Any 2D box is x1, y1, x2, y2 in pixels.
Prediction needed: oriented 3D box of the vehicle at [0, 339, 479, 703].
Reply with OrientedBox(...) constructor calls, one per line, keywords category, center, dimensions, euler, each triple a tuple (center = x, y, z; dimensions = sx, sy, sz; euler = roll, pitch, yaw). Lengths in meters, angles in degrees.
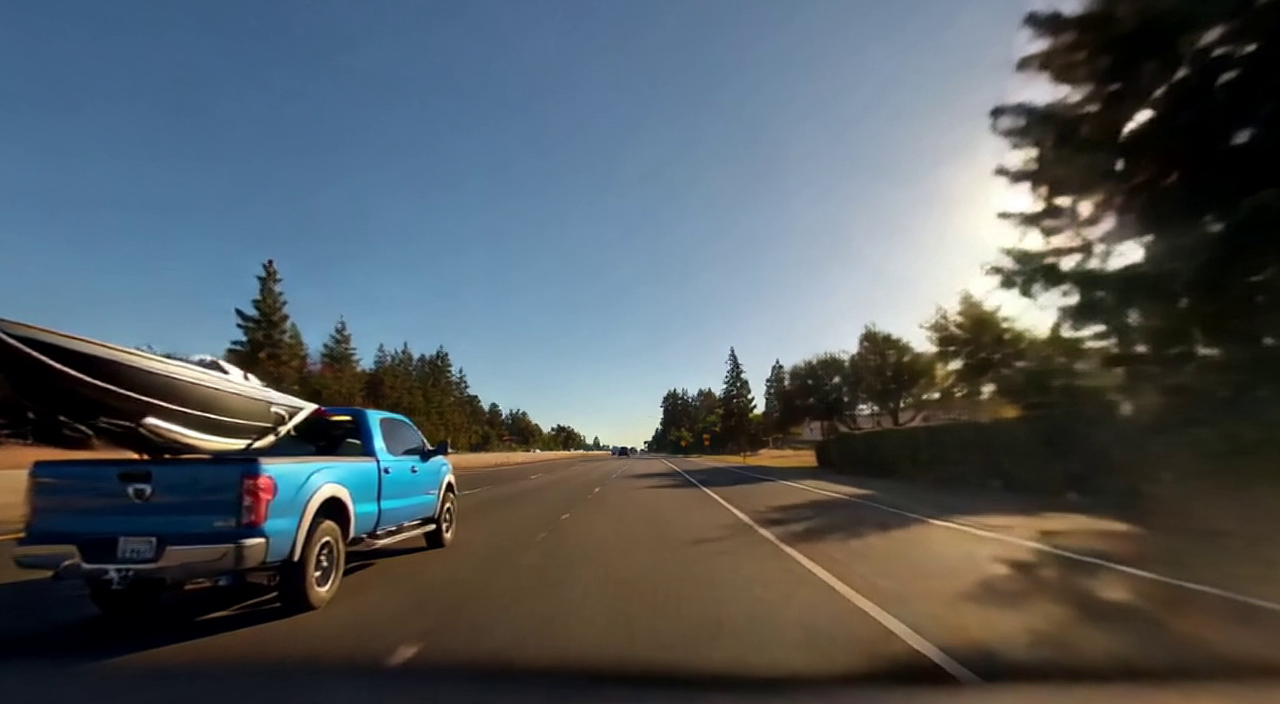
OrientedBox(category="vehicle", center=(-3.200, 1.215, 5.345), dimensions=(2.202, 1.836, 5.009), euler=(0, -8, 1))
